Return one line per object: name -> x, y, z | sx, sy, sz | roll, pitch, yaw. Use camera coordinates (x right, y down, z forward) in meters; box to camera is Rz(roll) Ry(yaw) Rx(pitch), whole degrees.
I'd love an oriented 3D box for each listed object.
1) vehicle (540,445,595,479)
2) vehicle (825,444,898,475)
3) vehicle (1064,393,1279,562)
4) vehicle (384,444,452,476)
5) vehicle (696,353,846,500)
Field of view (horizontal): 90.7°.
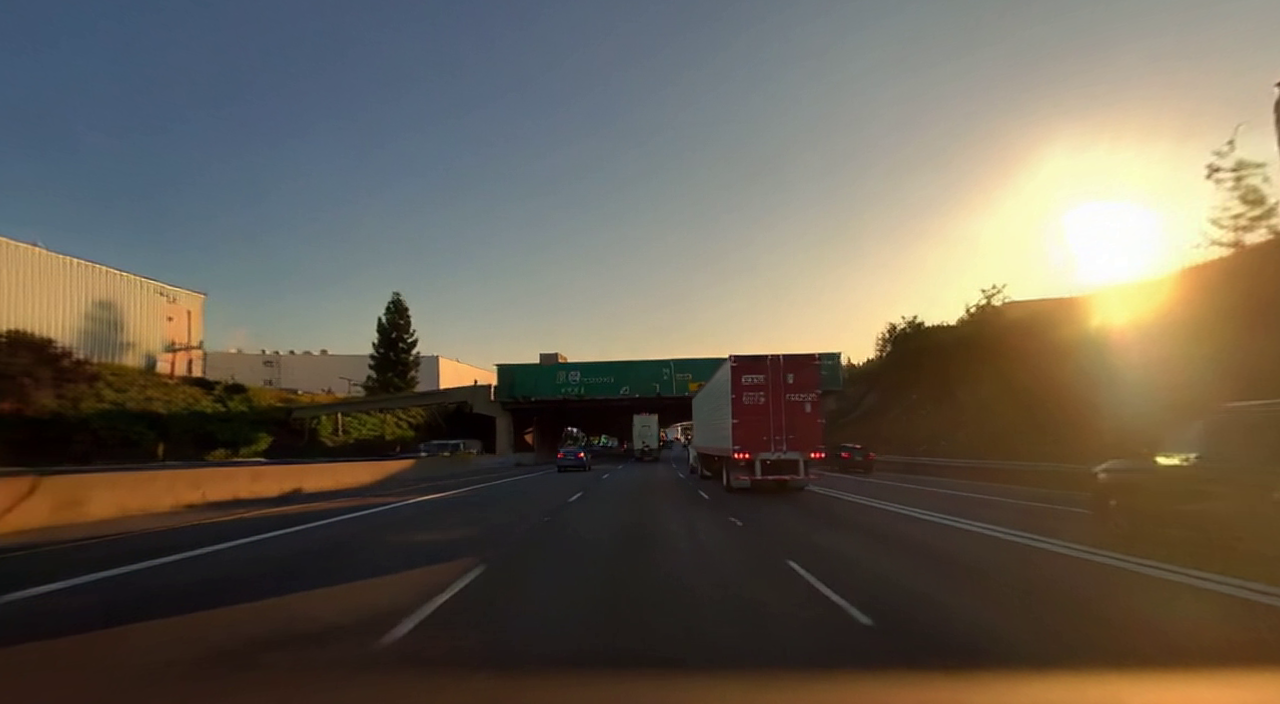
vehicle -> -3.294, 5.100, 29.618 | 2.024, 1.472, 4.014 | -1, -9, 1
vehicle -> 11.376, 5.550, 32.908 | 2.060, 1.499, 4.683 | 0, -9, -1
vehicle -> 8.466, 1.539, 7.961 | 2.216, 1.918, 5.742 | 0, -9, -1
vehicle -> -11.941, 5.819, 34.367 | 1.957, 1.602, 4.608 | -1, -9, 1
vehicle -> 4.131, 2.989, 23.903 | 2.951, 3.974, 13.340 | -1, -9, 1
